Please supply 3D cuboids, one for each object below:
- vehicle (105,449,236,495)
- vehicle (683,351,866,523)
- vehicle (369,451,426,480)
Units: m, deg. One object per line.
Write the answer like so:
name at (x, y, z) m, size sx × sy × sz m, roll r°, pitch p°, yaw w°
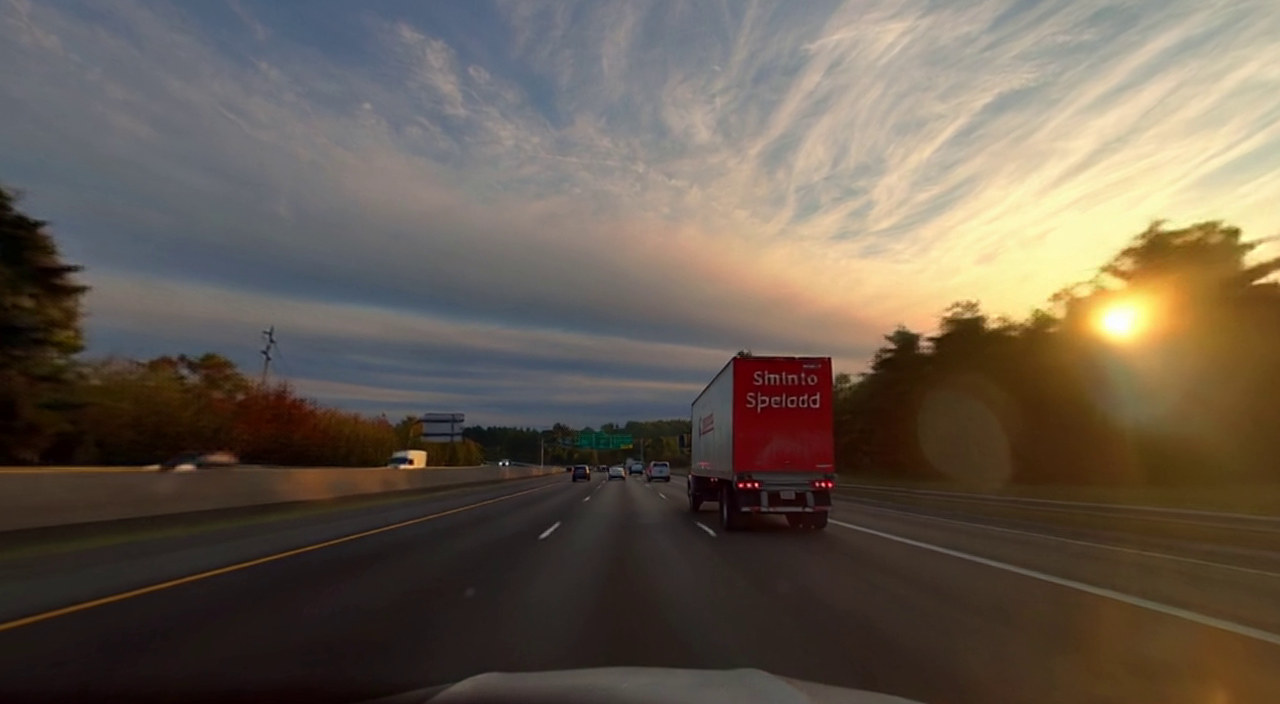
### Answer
vehicle at (-17.132, 4.420, 23.258) m, size 1.882 × 1.505 × 3.868 m, roll 1°, pitch -11°, yaw -2°
vehicle at (3.871, 3.398, 22.952) m, size 2.992 × 4.300 × 13.967 m, roll 1°, pitch -11°, yaw -2°
vehicle at (-18.012, 8.490, 47.097) m, size 2.079 × 1.951 × 6.068 m, roll 1°, pitch -11°, yaw -3°
